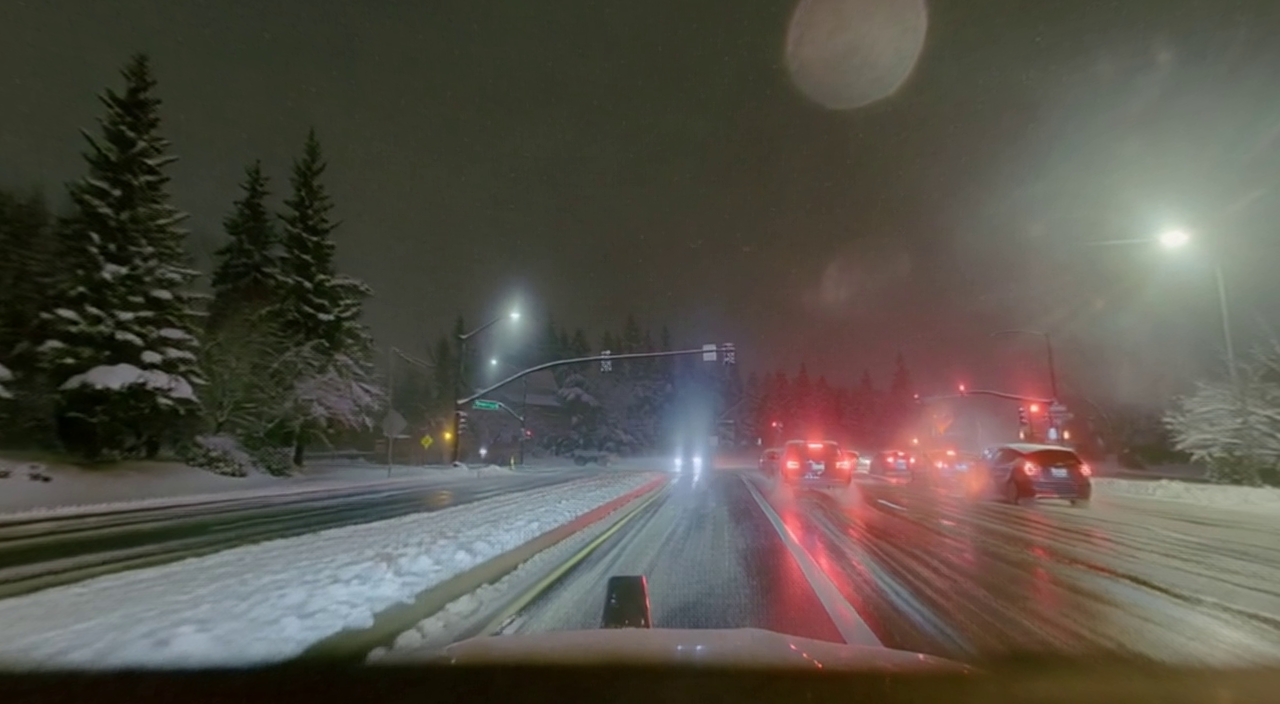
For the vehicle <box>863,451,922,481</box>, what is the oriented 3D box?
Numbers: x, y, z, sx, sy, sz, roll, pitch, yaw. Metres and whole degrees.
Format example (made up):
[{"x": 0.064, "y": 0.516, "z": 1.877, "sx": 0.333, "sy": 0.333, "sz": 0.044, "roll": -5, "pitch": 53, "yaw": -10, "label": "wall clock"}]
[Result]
[{"x": 13.787, "y": 6.197, "z": 34.610, "sx": 1.901, "sy": 1.484, "sz": 4.093, "roll": -1, "pitch": -8, "yaw": 6, "label": "vehicle"}]

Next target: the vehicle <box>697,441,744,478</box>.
[{"x": 4.207, "y": 5.650, "z": 33.410, "sx": 2.245, "sy": 1.800, "sz": 4.522, "roll": -1, "pitch": -8, "yaw": 6, "label": "vehicle"}]

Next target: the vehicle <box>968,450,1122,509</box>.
[{"x": 11.277, "y": 3.522, "z": 17.976, "sx": 1.884, "sy": 1.422, "sz": 4.262, "roll": -1, "pitch": -8, "yaw": 6, "label": "vehicle"}]

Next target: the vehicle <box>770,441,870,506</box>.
[{"x": 4.922, "y": 3.337, "z": 17.854, "sx": 2.078, "sy": 1.578, "sz": 4.107, "roll": -1, "pitch": -8, "yaw": 7, "label": "vehicle"}]
